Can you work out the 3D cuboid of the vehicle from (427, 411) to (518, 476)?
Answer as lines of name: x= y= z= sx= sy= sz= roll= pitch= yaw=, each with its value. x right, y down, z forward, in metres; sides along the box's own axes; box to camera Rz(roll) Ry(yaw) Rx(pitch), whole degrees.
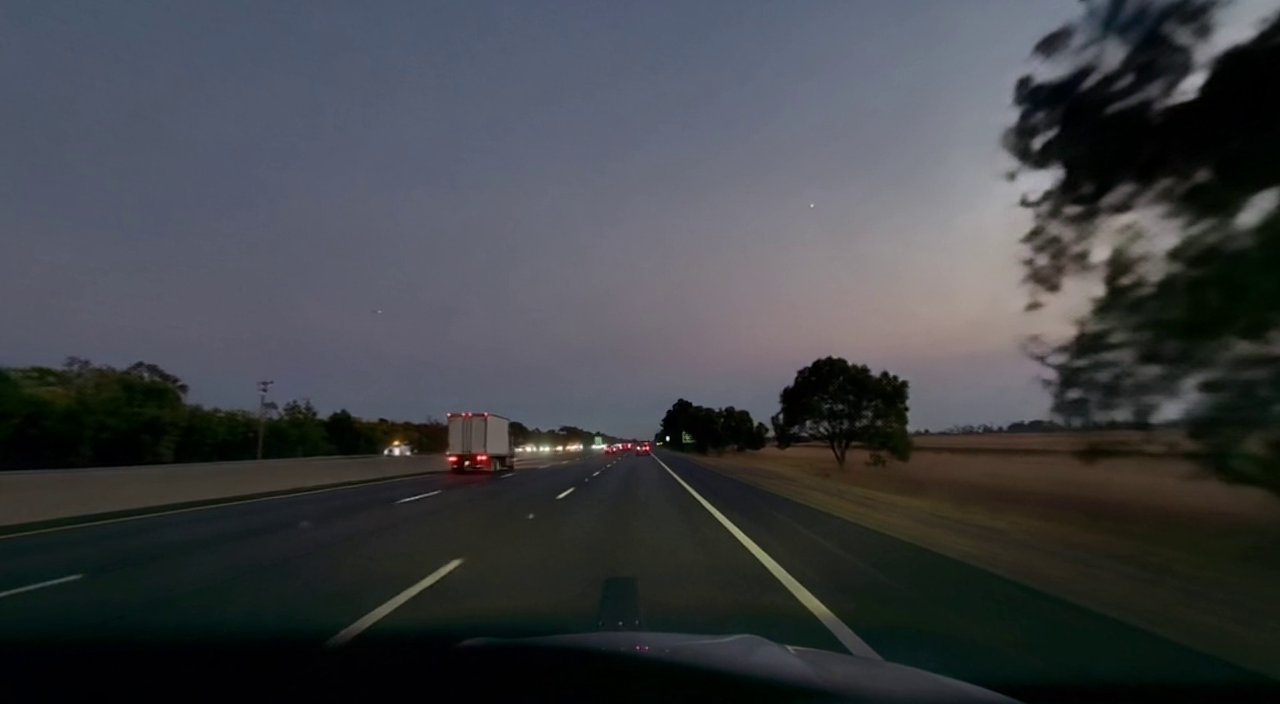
vehicle: x=-7.485 y=4.217 z=28.941 sx=2.444 sy=2.685 sz=5.893 roll=0 pitch=-9 yaw=1
